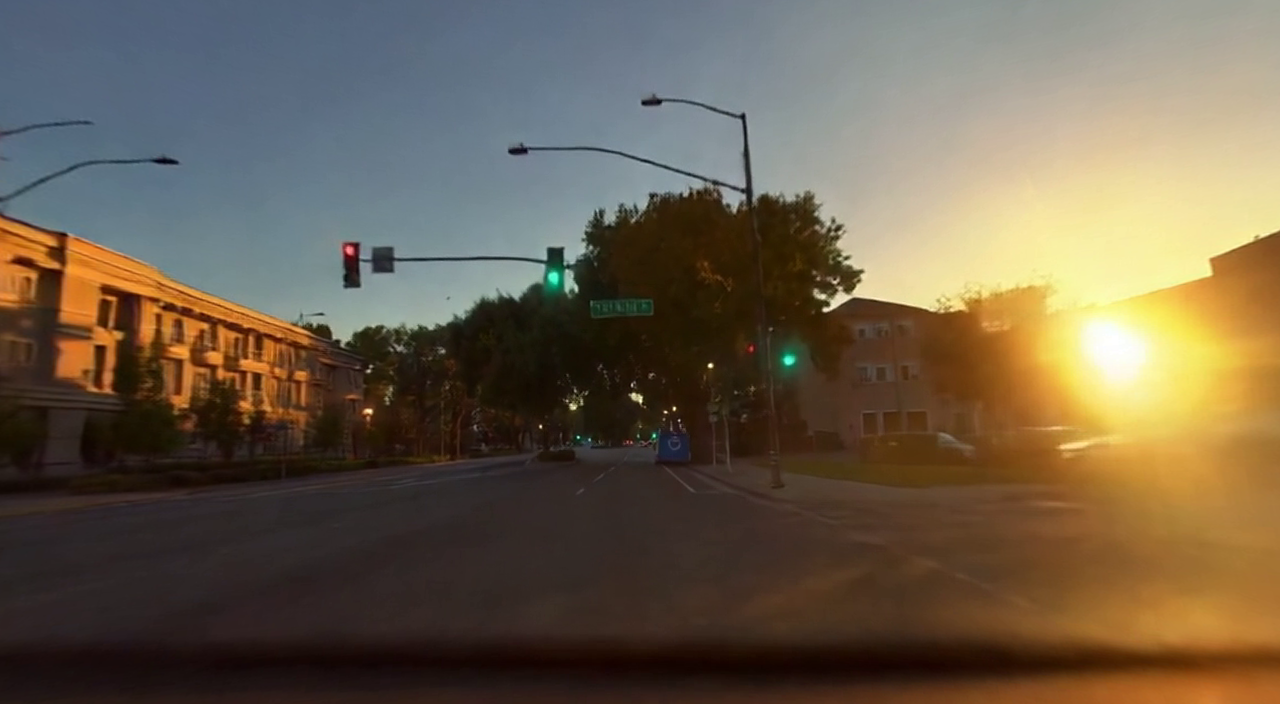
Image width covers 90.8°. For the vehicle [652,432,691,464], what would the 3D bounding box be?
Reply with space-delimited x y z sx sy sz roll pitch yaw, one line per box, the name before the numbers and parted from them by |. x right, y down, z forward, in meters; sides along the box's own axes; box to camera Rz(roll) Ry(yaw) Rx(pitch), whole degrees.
vehicle | 2.204 7.056 46.386 2.514 2.218 5.013 0 -9 -1
